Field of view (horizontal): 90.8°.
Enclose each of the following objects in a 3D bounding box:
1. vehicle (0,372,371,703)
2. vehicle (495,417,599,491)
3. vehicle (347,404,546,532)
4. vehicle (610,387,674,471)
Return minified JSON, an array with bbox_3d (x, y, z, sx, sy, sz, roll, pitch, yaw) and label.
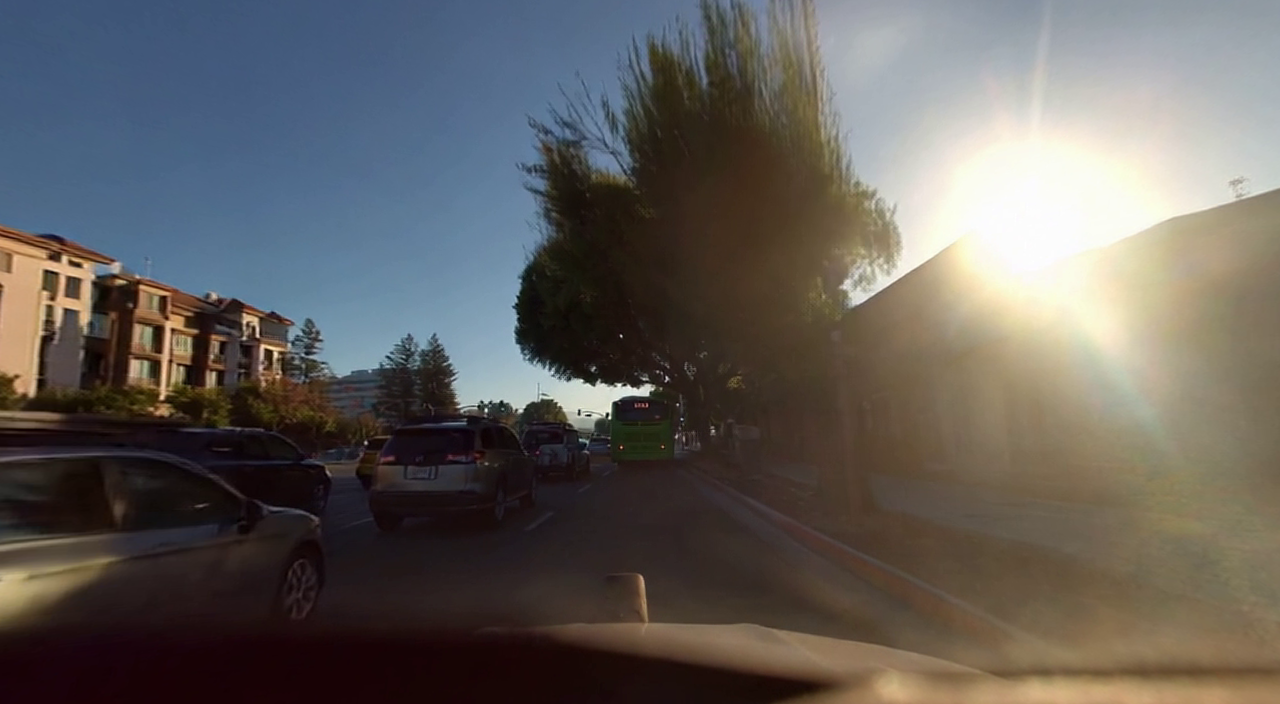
[{"bbox_3d":[-3.302,0.976,2.962,2.042,1.571,4.475,0,-9,1],"label":"vehicle"},{"bbox_3d":[-2.907,3.420,21.442,2.546,2.125,5.869,0,-9,1],"label":"vehicle"},{"bbox_3d":[-3.278,2.118,12.027,2.095,1.892,5.043,0,-9,1],"label":"vehicle"},{"bbox_3d":[0.155,4.485,35.543,2.970,3.857,12.200,0,-9,0],"label":"vehicle"}]
